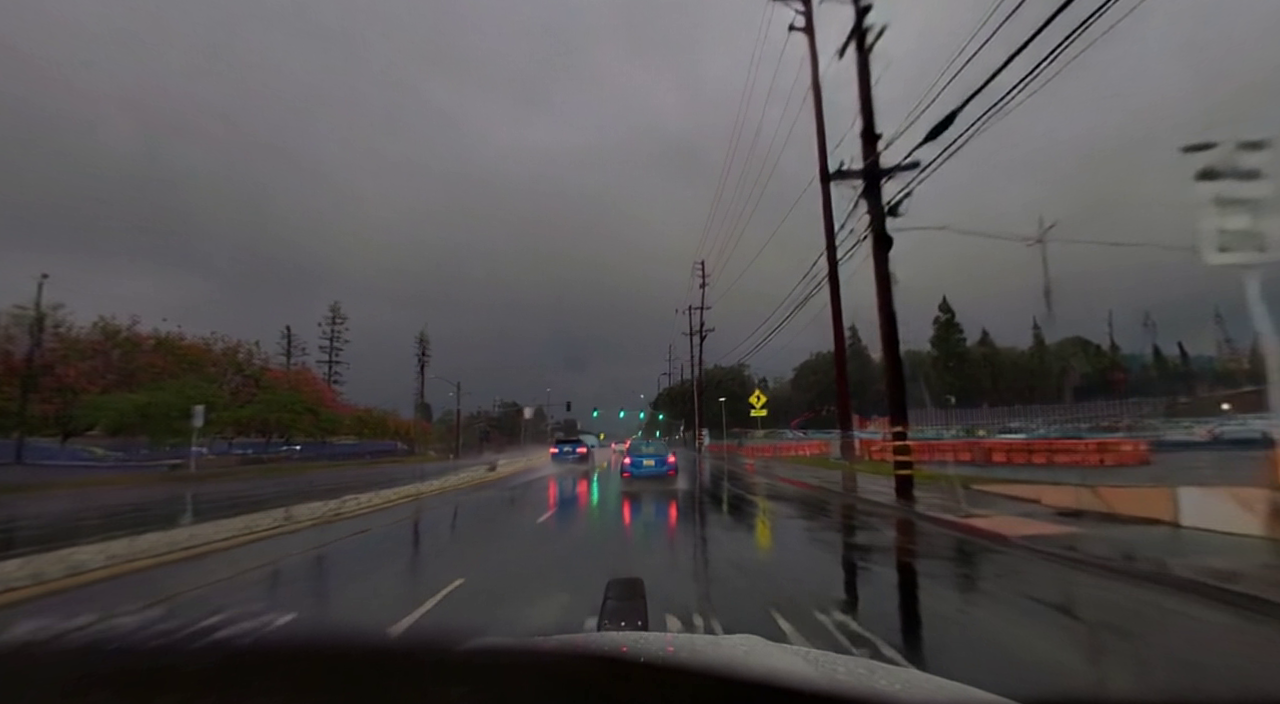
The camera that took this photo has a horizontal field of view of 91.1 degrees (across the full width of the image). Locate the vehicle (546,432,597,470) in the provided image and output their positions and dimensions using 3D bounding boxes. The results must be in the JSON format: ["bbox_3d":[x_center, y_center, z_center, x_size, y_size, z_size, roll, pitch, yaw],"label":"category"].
[{"bbox_3d":[-3.488,5.141,32.805,2.078,1.804,4.387,0,-8,1],"label":"vehicle"}]

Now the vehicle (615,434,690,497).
[{"bbox_3d":[0.331,3.382,19.129,2.059,1.691,3.980,0,-8,0],"label":"vehicle"}]
